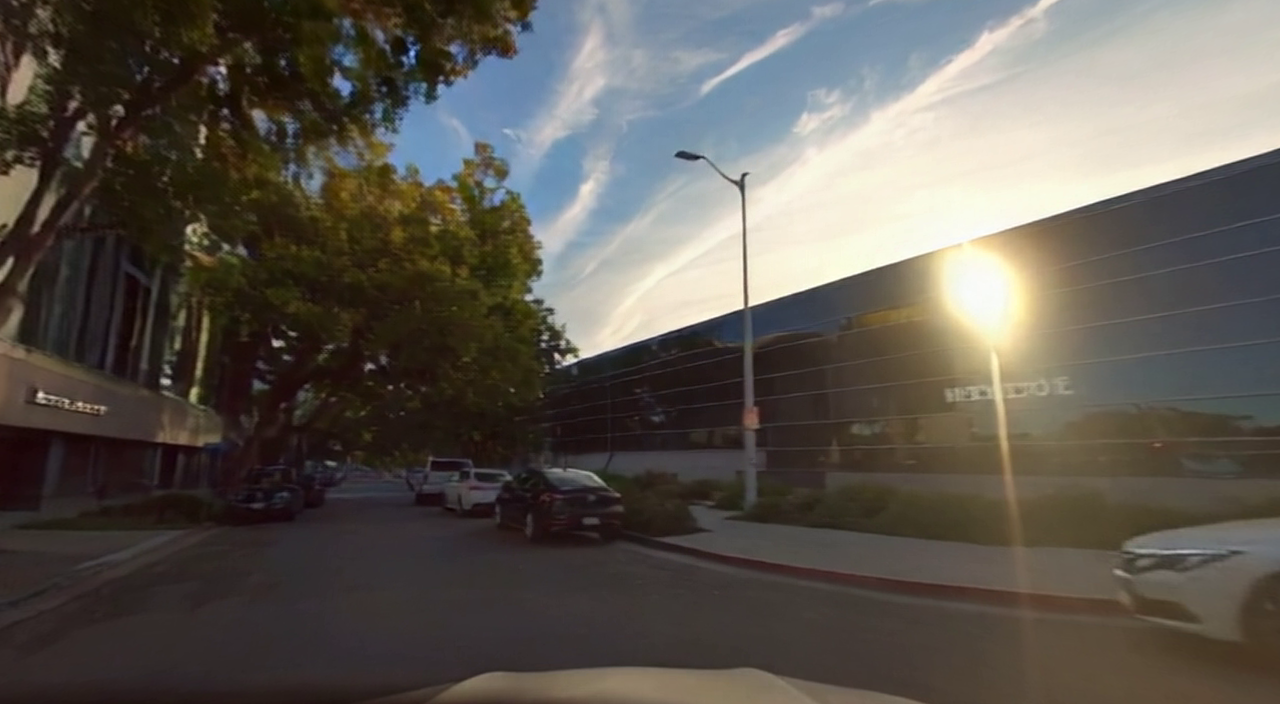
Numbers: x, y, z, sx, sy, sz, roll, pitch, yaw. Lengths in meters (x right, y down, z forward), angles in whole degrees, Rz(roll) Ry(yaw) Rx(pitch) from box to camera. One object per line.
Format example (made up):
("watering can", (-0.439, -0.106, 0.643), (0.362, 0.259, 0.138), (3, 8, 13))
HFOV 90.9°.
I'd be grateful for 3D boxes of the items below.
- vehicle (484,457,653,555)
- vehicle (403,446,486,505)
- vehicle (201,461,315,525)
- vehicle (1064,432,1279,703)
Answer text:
("vehicle", (-1.542, 2.814, 12.032), (1.889, 1.482, 4.118), (6, -12, -25))
("vehicle", (-7.569, 4.690, 24.039), (2.242, 1.972, 4.898), (6, -12, -25))
("vehicle", (-10.130, 3.736, 17.075), (2.018, 1.461, 4.413), (5, -12, -24))
("vehicle", (5.368, 1.197, 3.434), (4.770, 1.448, 1.983), (-5, -12, 27))
